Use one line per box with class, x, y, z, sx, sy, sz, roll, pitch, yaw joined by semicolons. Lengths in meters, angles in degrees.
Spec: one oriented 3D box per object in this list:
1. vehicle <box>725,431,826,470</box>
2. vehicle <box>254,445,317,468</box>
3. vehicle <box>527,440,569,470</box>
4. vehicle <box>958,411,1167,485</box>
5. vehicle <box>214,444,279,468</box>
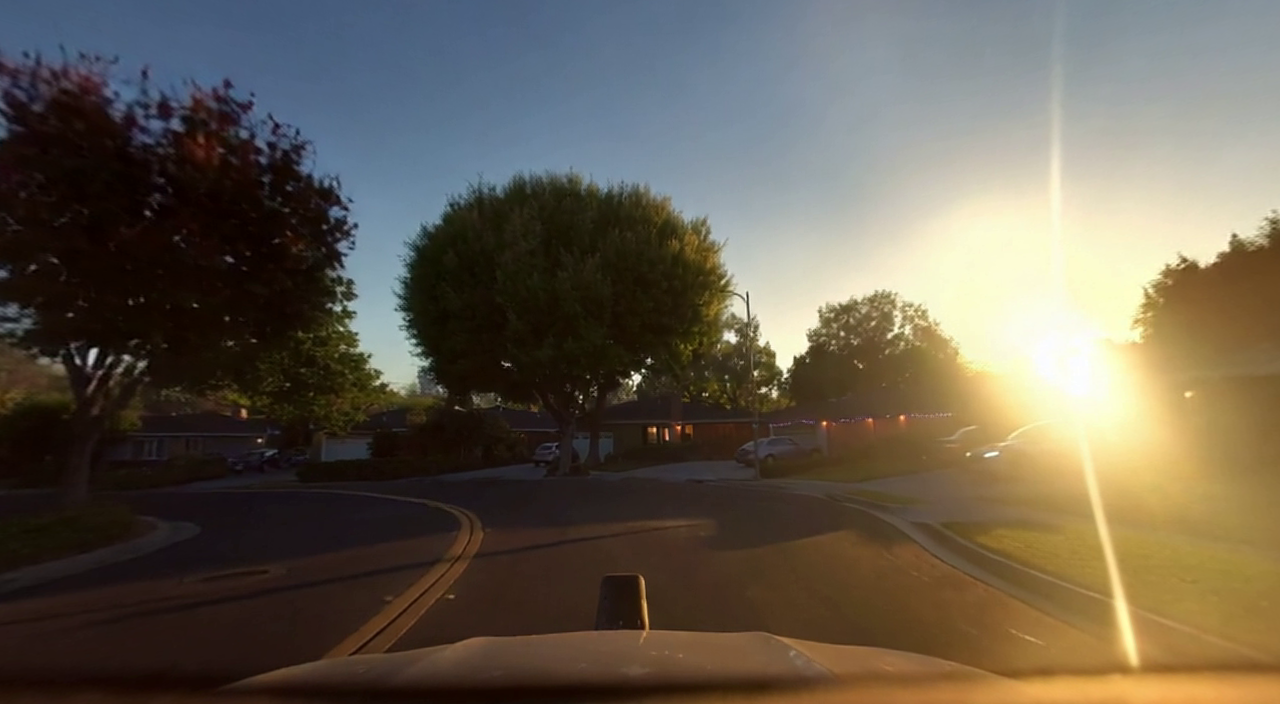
vehicle;6.916;4.958;32.126;4.799;1.451;2.144;-1;-7;-32
vehicle;-24.703;7.259;44.177;1.933;1.477;4.361;0;-9;-2
vehicle;-5.574;6.278;38.832;1.819;1.442;4.329;0;-4;2
vehicle;11.693;2.713;17.761;4.327;1.573;1.967;-5;-10;-1
vehicle;-27.357;7.235;44.131;2.042;1.633;4.132;0;-9;-3
